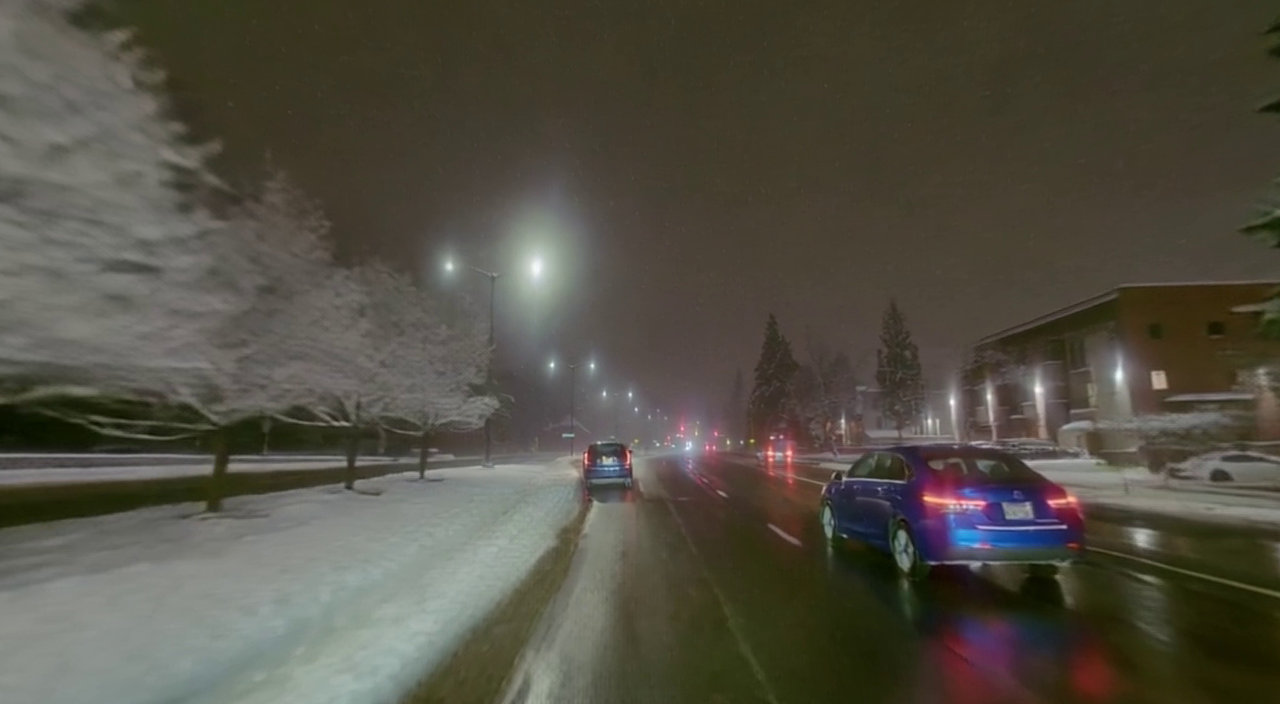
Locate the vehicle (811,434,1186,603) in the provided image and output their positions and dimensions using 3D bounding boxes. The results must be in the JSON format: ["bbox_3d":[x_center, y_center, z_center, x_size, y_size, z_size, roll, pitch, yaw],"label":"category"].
[{"bbox_3d":[3.665,1.748,7.626,1.918,1.418,4.360,0,-8,-1],"label":"vehicle"}]

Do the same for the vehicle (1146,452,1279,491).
[{"bbox_3d":[22.911,4.667,25.030,1.666,1.358,4.131,2,-9,-16],"label":"vehicle"}]

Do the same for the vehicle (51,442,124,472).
[{"bbox_3d":[-38.604,7.303,44.283,2.113,1.937,4.491,3,-9,-18],"label":"vehicle"}]

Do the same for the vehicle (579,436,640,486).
[{"bbox_3d":[-1.176,4.065,23.845,2.085,1.693,4.301,0,-8,-3],"label":"vehicle"}]
